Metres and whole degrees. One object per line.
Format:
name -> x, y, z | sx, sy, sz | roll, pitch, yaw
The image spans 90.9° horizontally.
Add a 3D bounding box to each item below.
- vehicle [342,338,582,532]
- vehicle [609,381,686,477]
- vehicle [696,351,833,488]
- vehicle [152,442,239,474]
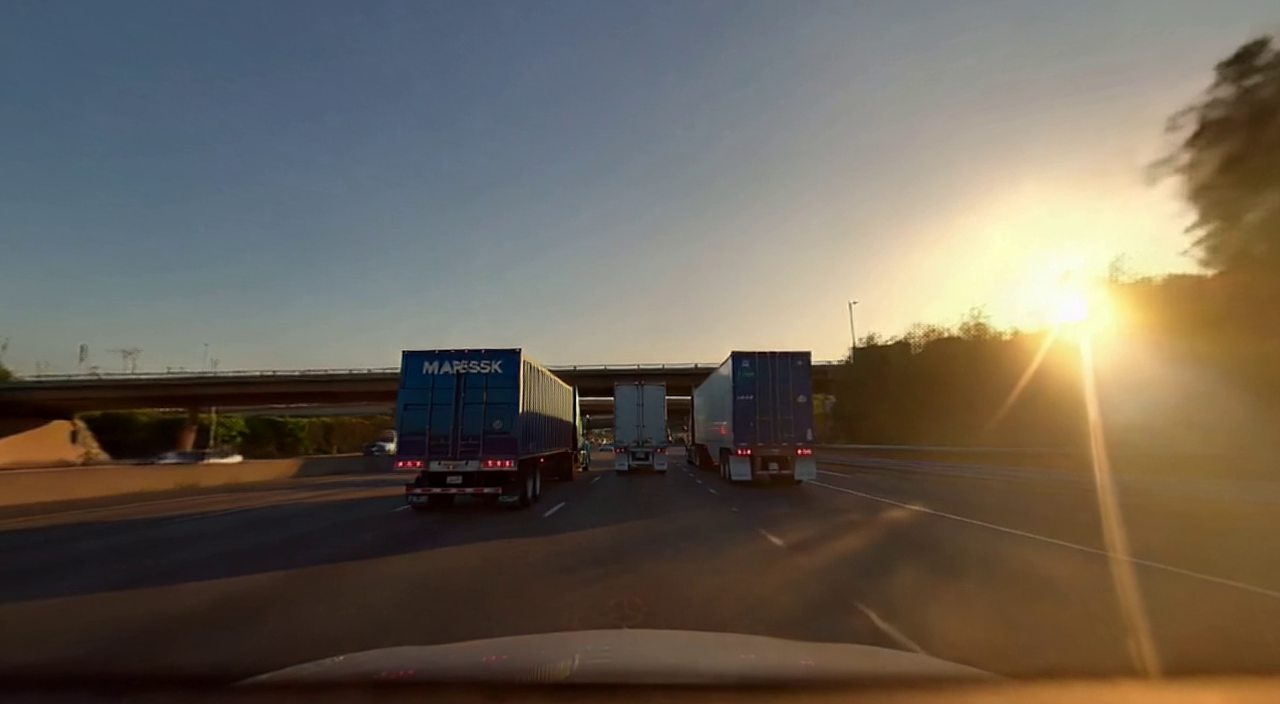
vehicle -> -3.464, 2.157, 16.091 | 2.786, 3.228, 11.082 | 0, -8, 1
vehicle -> 0.447, 4.410, 34.705 | 3.097, 3.856, 18.209 | 0, -8, 1
vehicle -> 4.410, 3.074, 26.479 | 2.887, 4.178, 14.553 | 0, -8, 0
vehicle -> -23.802, 5.643, 33.959 | 1.697, 1.596, 4.029 | 0, -8, 0
